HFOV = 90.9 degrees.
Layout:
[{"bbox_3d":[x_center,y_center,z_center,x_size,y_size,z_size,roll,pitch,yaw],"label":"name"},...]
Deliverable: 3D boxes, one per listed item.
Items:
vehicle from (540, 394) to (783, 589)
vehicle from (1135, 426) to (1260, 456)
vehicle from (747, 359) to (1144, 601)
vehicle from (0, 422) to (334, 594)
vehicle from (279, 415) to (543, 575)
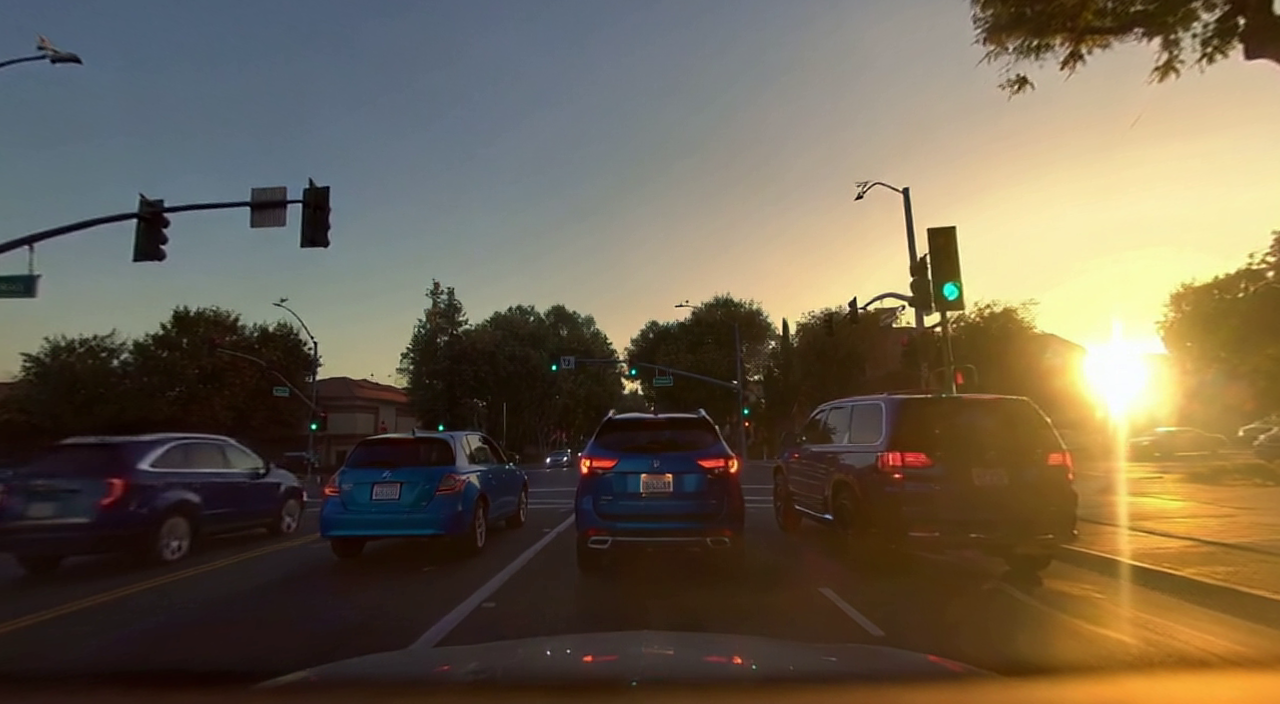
[{"bbox_3d":[0.165,1.598,7.983,2.235,1.778,4.178,0,-9,-1],"label":"vehicle"},{"bbox_3d":[28.179,4.507,31.979,4.512,1.444,1.859,0,-9,0],"label":"vehicle"},{"bbox_3d":[3.091,1.508,8.298,2.338,2.063,5.672,0,-9,0],"label":"vehicle"},{"bbox_3d":[-6.380,1.900,8.598,2.193,1.687,4.507,0,-9,-1],"label":"vehicle"},{"bbox_3d":[-2.762,1.843,8.957,2.058,1.659,4.514,0,-9,0],"label":"vehicle"}]
